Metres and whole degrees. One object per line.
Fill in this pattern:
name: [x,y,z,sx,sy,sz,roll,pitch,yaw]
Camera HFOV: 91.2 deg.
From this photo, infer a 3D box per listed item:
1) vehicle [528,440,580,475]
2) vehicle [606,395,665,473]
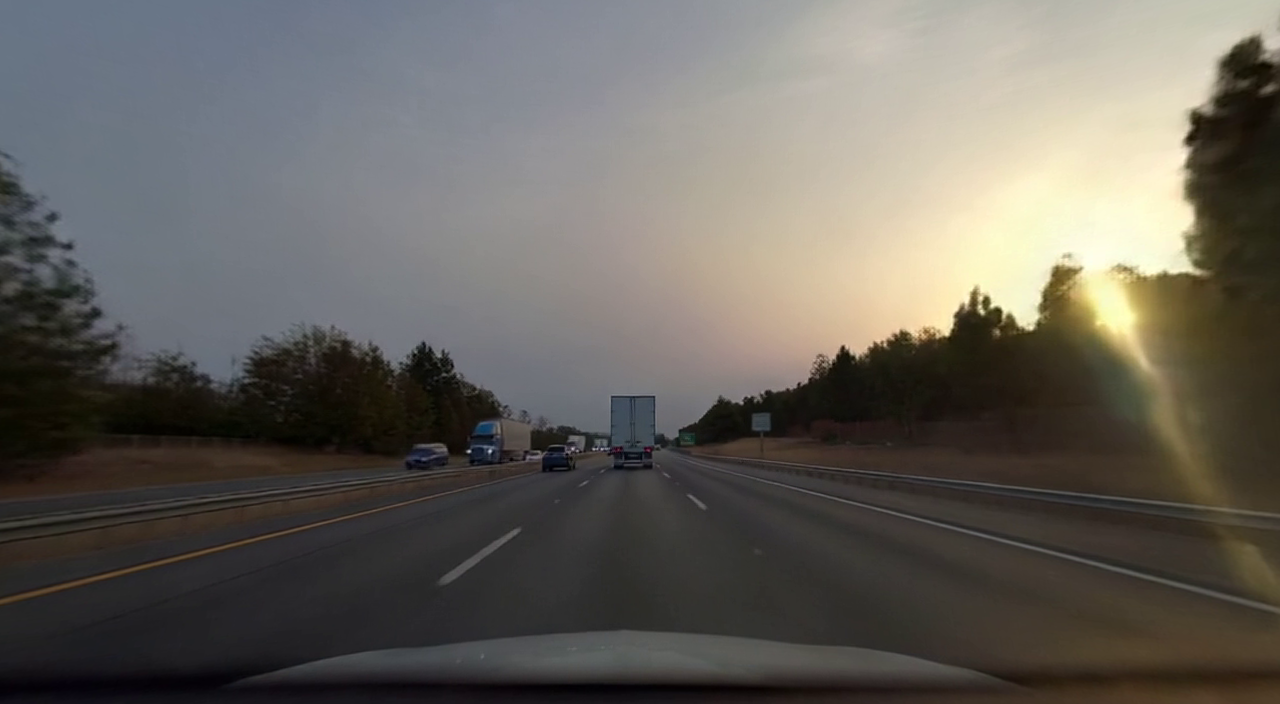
vehicle: [-4.331,5.412,32.308,2.112,1.645,4.129,0,-9,0]
vehicle: [-0.288,5.123,38.448,3.100,4.091,10.664,0,-9,-1]
